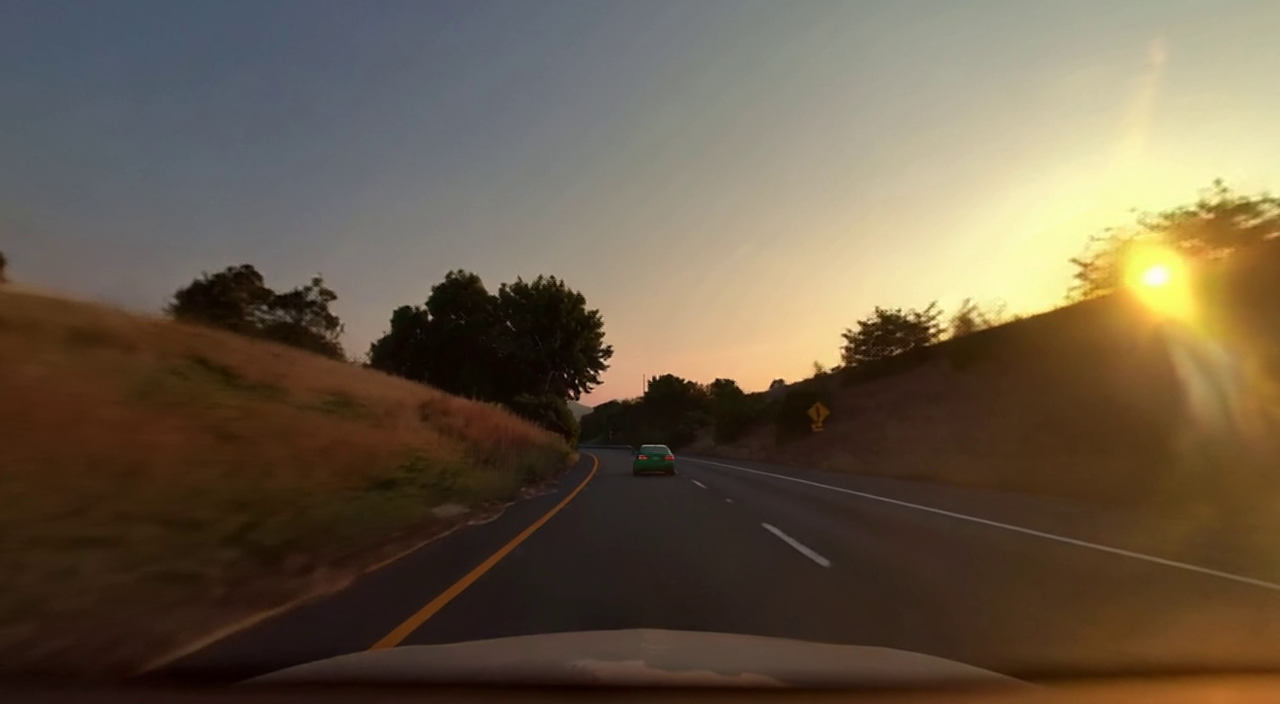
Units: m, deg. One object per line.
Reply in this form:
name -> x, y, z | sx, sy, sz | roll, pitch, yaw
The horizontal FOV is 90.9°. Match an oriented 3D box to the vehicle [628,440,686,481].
vehicle -> 0.575, 4.321, 25.347 | 2.029, 1.474, 4.183 | 0, -9, -2
